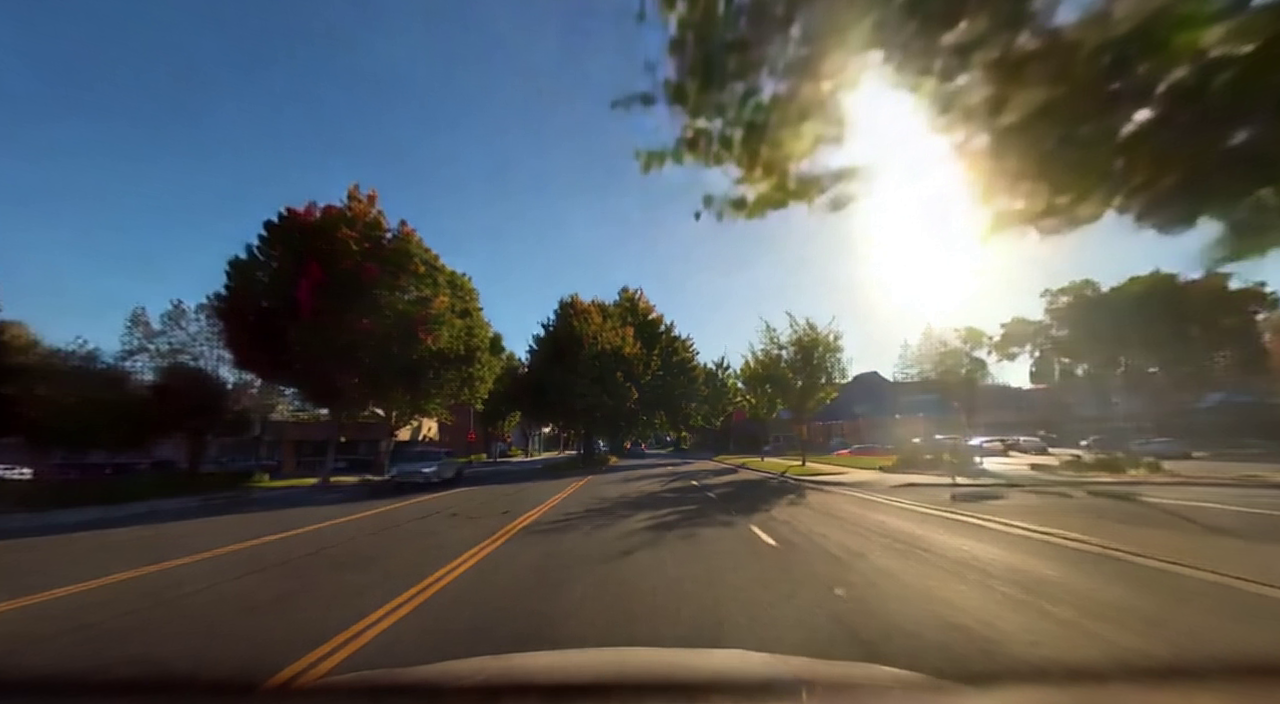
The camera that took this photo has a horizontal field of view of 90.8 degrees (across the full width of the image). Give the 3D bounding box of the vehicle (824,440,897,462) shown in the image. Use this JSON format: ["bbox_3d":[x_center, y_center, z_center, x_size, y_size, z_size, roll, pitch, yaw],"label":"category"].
[{"bbox_3d":[16.676,7.512,47.934,4.665,1.570,2.080,0,-8,-1],"label":"vehicle"}]

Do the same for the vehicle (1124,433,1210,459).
[{"bbox_3d":[31.678,5.645,38.142,1.739,1.473,3.844,0,-8,-3],"label":"vehicle"}]

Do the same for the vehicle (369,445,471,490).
[{"bbox_3d":[-7.815,4.114,22.965,1.969,1.462,4.425,-1,-8,2],"label":"vehicle"}]
